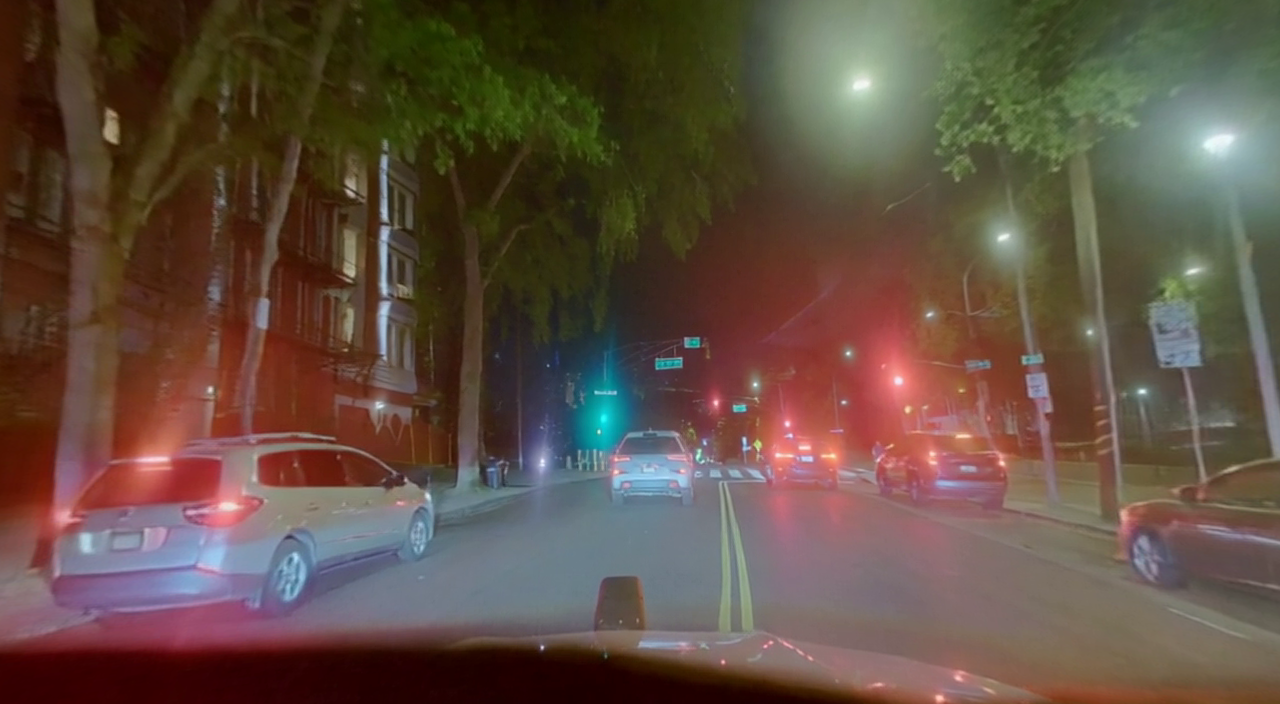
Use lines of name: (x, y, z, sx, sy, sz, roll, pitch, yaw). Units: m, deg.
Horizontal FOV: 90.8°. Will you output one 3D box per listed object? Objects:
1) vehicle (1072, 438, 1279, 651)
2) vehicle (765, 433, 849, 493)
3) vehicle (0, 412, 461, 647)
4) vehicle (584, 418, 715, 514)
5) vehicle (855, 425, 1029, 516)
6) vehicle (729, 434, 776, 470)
vehicle: (5.354, 1.336, 4.466, 1.937, 1.442, 4.338, -1, -8, 7)
vehicle: (5.017, 3.378, 19.521, 2.111, 1.619, 4.077, -2, -9, 10)
vehicle: (-3.989, 1.701, 7.233, 2.013, 1.772, 4.439, -2, -9, 9)
vehicle: (0.465, 2.609, 14.967, 2.333, 1.832, 5.200, -2, -9, 9)
vehicle: (7.057, 2.802, 15.602, 2.093, 1.815, 5.441, -1, -8, 6)
vehicle: (5.660, 5.094, 32.352, 2.111, 1.705, 4.093, -1, -8, 7)
